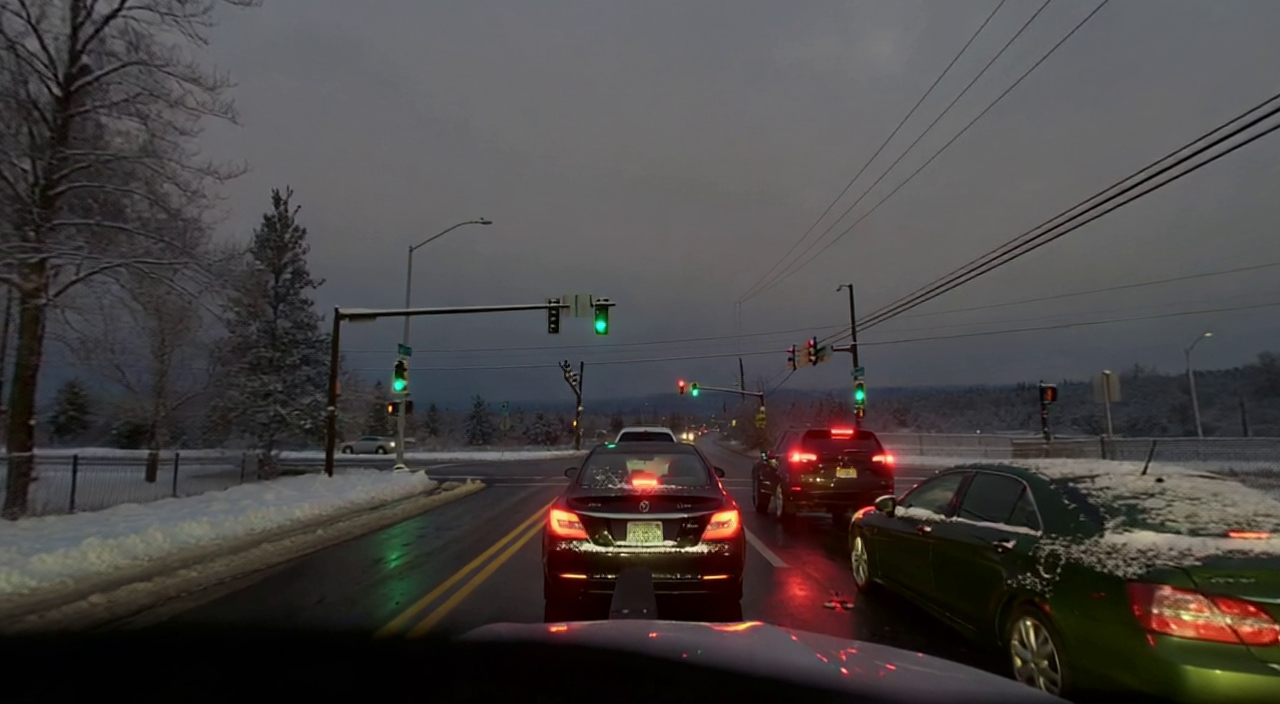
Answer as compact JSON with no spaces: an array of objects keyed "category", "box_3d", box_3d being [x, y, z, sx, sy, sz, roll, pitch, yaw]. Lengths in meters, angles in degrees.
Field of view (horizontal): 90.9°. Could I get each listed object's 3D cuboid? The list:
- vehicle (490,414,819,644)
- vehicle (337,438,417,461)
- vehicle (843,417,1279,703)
[{"category":"vehicle","box_3d":[0.058,1.493,6.422,2.170,1.497,4.369,0,-8,-1]},{"category":"vehicle","box_3d":[-17.253,6.414,41.450,4.406,1.458,1.892,-1,-8,7]},{"category":"vehicle","box_3d":[3.079,1.241,4.128,2.027,1.432,4.431,0,-8,0]}]
